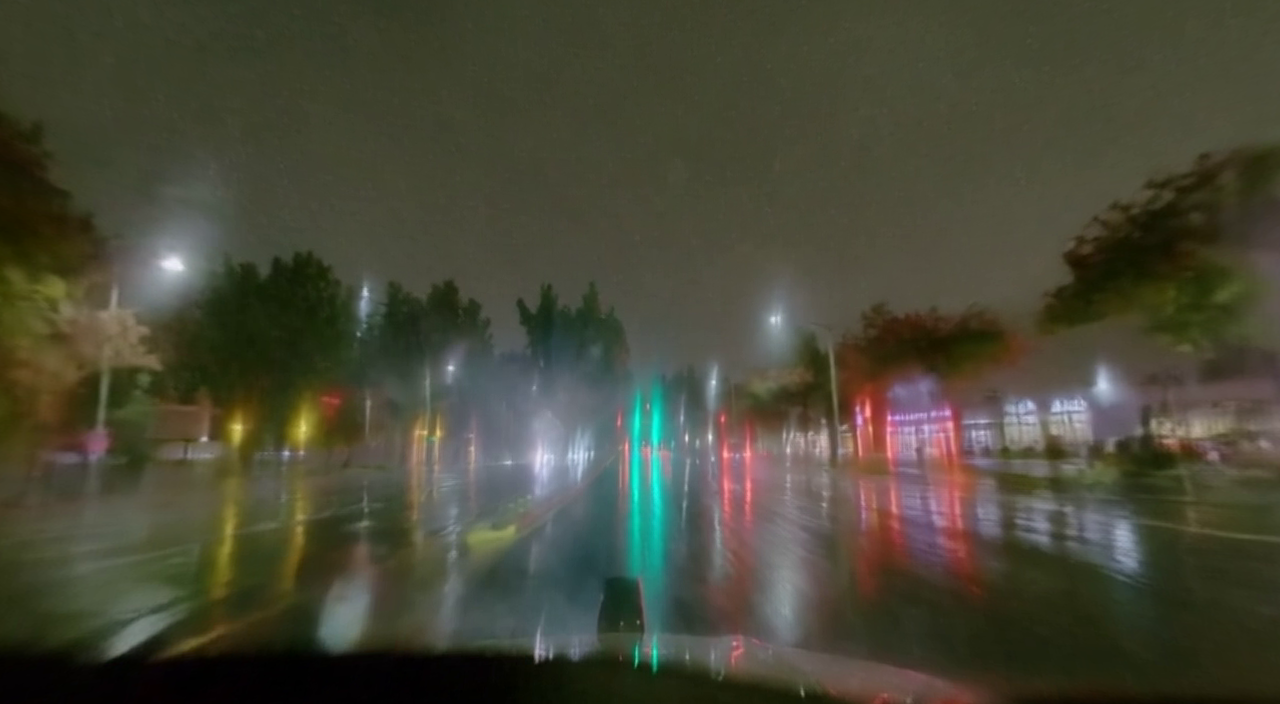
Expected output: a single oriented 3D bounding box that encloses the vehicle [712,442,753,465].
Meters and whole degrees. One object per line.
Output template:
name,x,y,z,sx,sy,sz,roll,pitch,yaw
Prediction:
vehicle,6.349,7.014,43.856,2.024,1.475,4.600,0,-8,-2
